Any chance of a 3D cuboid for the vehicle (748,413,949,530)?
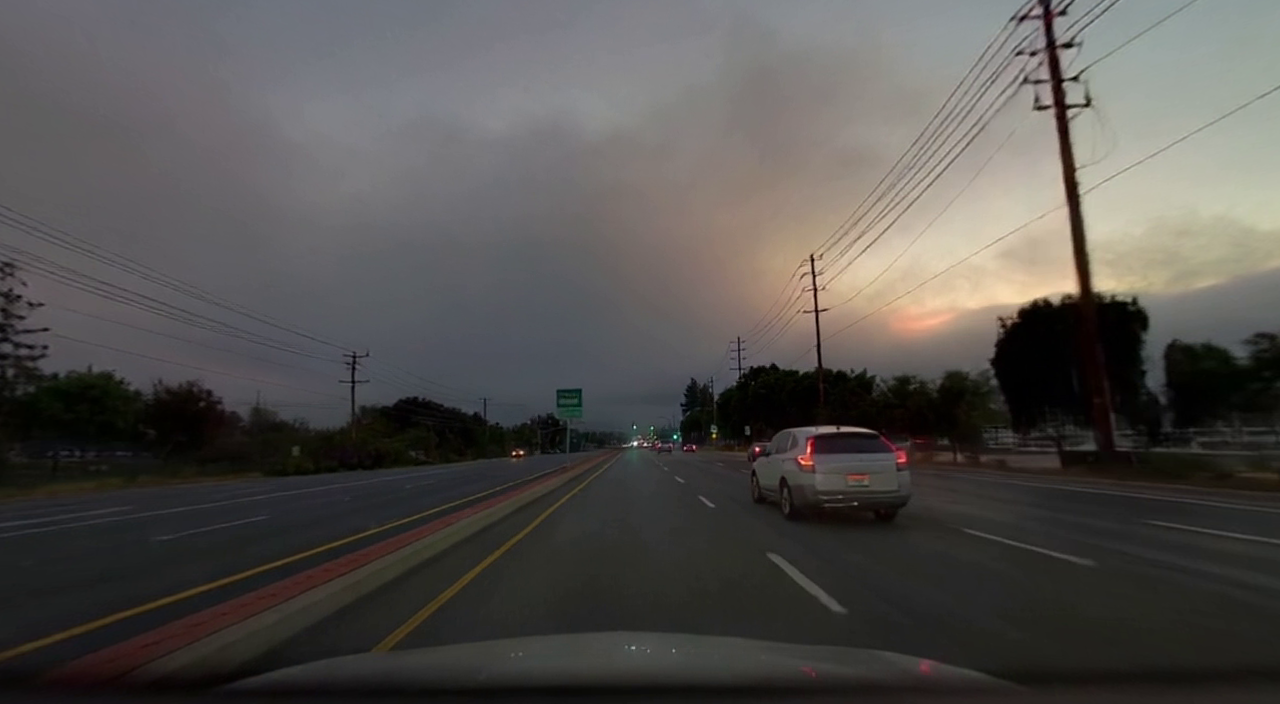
[{"bbox_3d":[3.377,2.034,11.222,2.078,1.668,4.078,0,-8,-1],"label":"vehicle"}]
